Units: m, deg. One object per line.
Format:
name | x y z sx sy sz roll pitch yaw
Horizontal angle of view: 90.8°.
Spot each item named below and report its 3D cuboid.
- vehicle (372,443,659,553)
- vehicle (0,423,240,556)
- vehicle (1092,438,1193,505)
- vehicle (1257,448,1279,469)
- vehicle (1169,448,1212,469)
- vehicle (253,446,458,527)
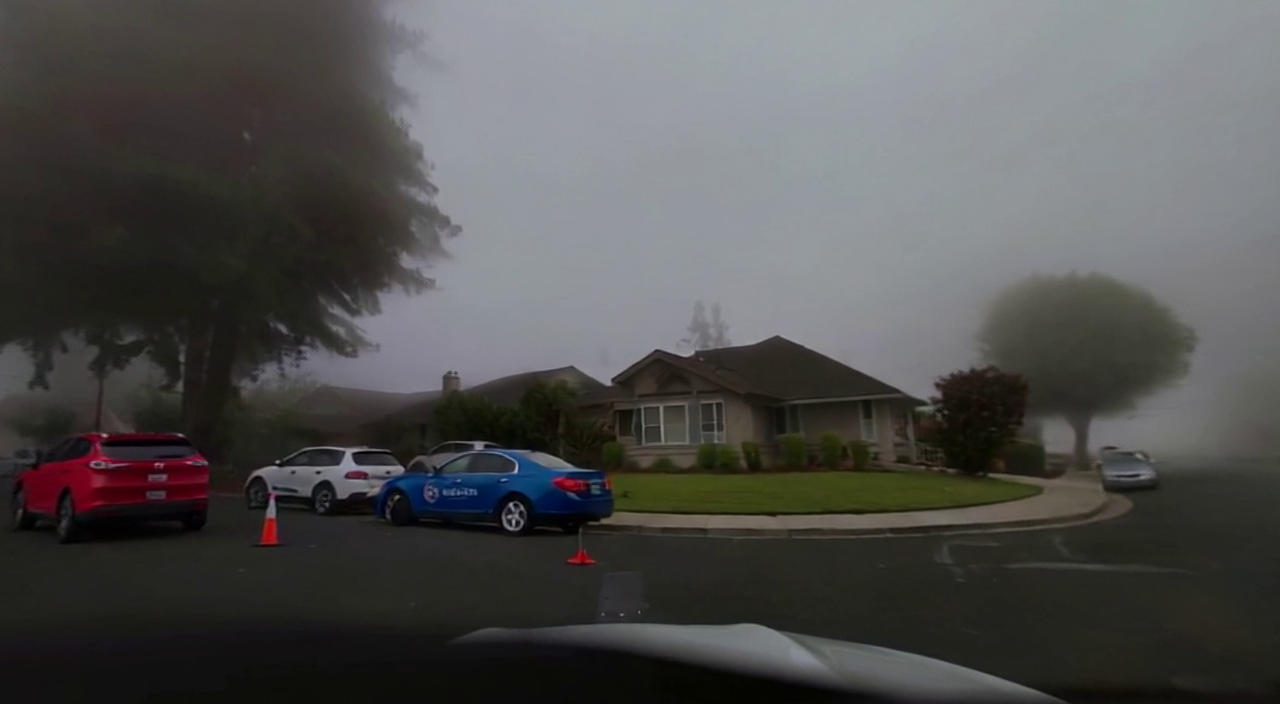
vehicle | -2.287 2.401 11.233 4.710 1.515 2.400 -6 -11 36
vehicle | -8.942 2.159 10.623 4.094 1.748 2.350 -7 -11 38
vehicle | 15.036 3.504 18.983 2.014 1.742 4.297 -7 -11 37
vehicle | 45.287 7.532 44.763 1.673 1.444 4.225 -7 -11 38
vehicle | 40.403 7.781 46.472 2.078 1.445 4.058 -7 -11 38
vehicle | -6.598 2.931 14.459 5.022 1.497 1.996 -6 -10 36
